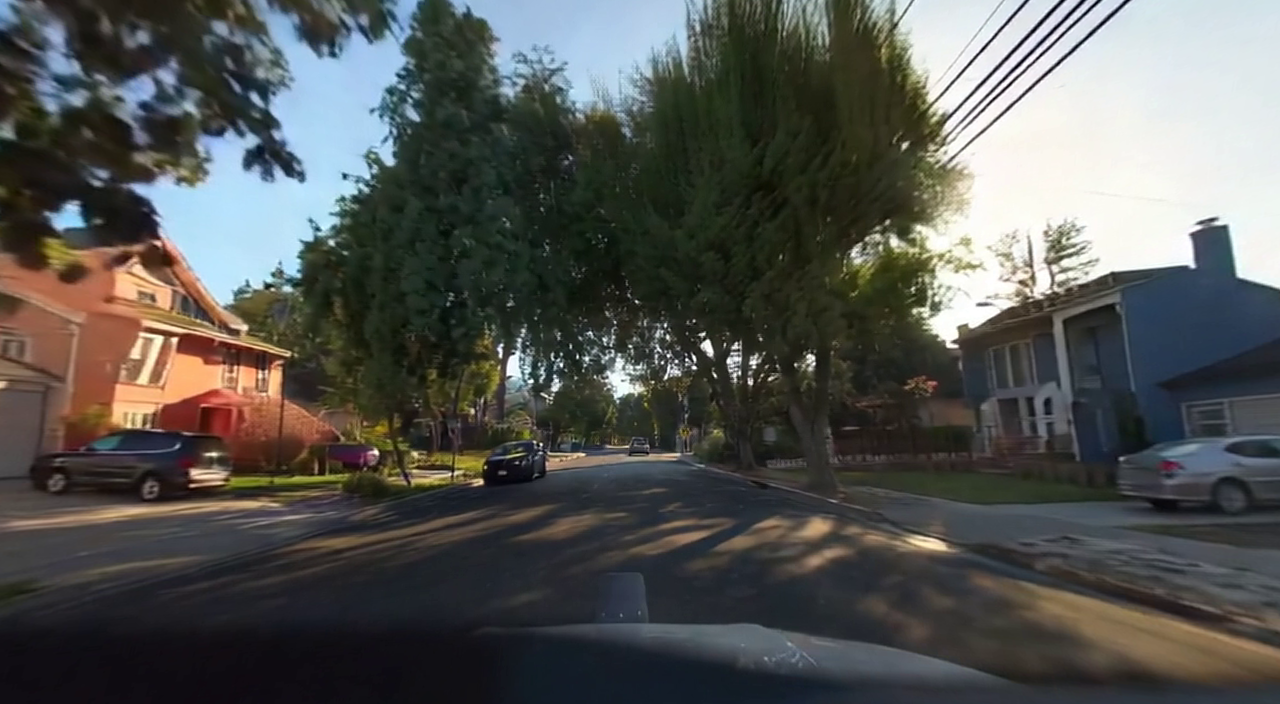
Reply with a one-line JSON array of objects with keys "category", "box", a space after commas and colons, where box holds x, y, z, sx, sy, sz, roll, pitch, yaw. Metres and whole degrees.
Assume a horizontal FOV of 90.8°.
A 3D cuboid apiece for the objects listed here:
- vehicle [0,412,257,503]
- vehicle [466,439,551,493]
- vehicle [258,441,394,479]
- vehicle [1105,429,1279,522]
[{"category": "vehicle", "box": [-12.551, 2.534, 15.371, 4.962, 1.866, 2.075, 3, -9, -3]}, {"category": "vehicle", "box": [-4.703, 4.104, 23.266, 2.207, 1.669, 4.363, -1, -7, 0]}, {"category": "vehicle", "box": [-12.668, 4.393, 25.782, 4.526, 1.449, 1.869, 1, -9, -10]}, {"category": "vehicle", "box": [11.824, 2.180, 11.689, 4.700, 1.441, 2.167, -2, -8, -2]}]
